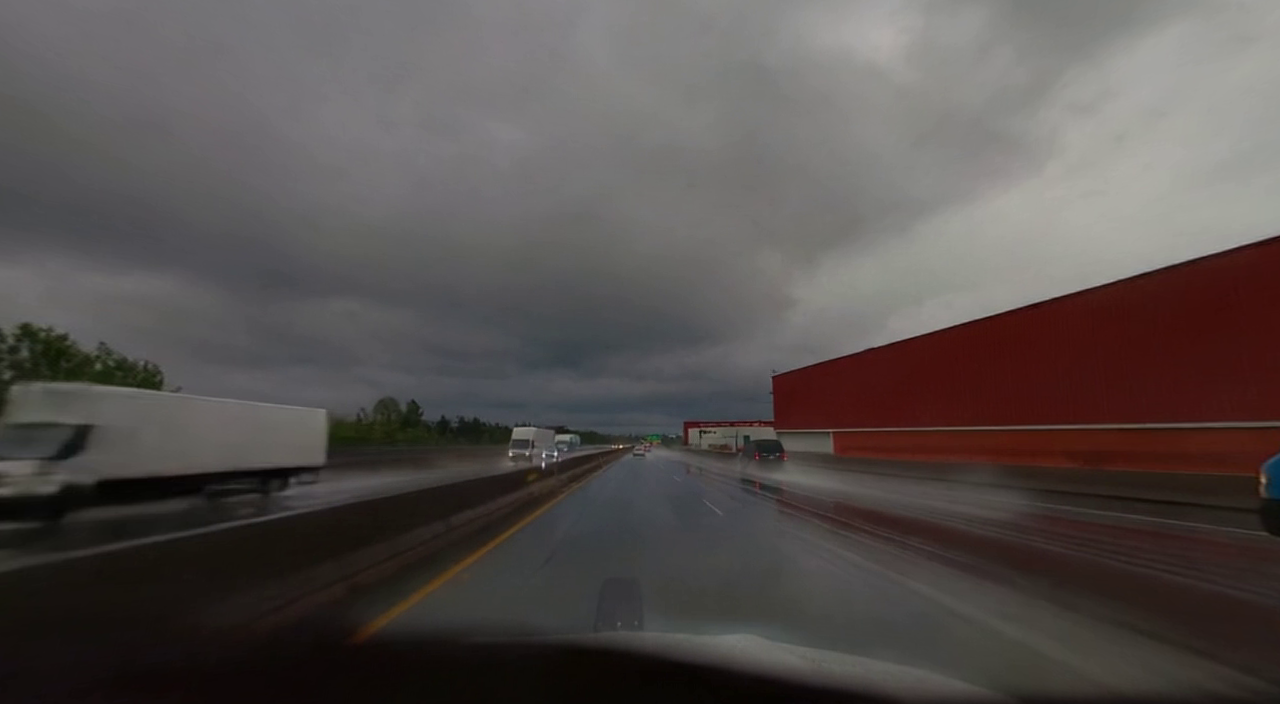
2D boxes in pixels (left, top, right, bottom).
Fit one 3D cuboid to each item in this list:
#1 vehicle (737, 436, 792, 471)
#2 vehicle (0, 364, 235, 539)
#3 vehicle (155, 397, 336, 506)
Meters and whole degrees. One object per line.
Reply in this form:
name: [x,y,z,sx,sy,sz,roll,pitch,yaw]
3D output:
vehicle: [7.393,6.083,37.774,2.156,1.943,5.010,0,-9,-1]
vehicle: [-16.045,2.779,17.570,2.966,3.933,9.734,0,-9,-1]
vehicle: [-16.219,4.187,26.736,2.886,3.924,7.307,0,-9,-1]
